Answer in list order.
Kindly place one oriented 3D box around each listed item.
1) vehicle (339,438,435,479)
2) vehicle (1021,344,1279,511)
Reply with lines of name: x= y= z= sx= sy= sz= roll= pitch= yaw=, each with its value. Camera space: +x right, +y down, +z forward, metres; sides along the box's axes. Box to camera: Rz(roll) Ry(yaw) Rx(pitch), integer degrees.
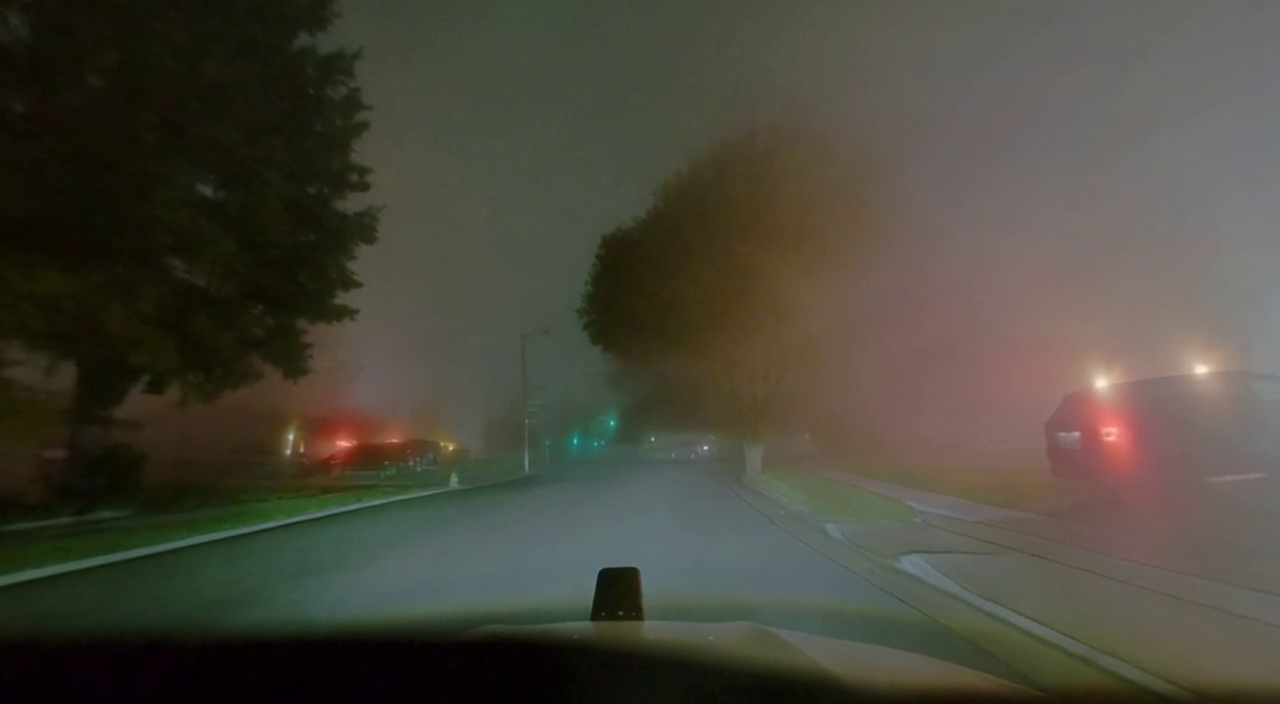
vehicle: x=-13.587 y=5.723 z=33.917 sx=5.045 sy=1.835 sz=2.315 roll=-9 pitch=-11 yaw=33
vehicle: x=9.848 y=1.187 z=9.835 sx=6.053 sy=2.240 sz=2.582 roll=0 pitch=-9 yaw=1
